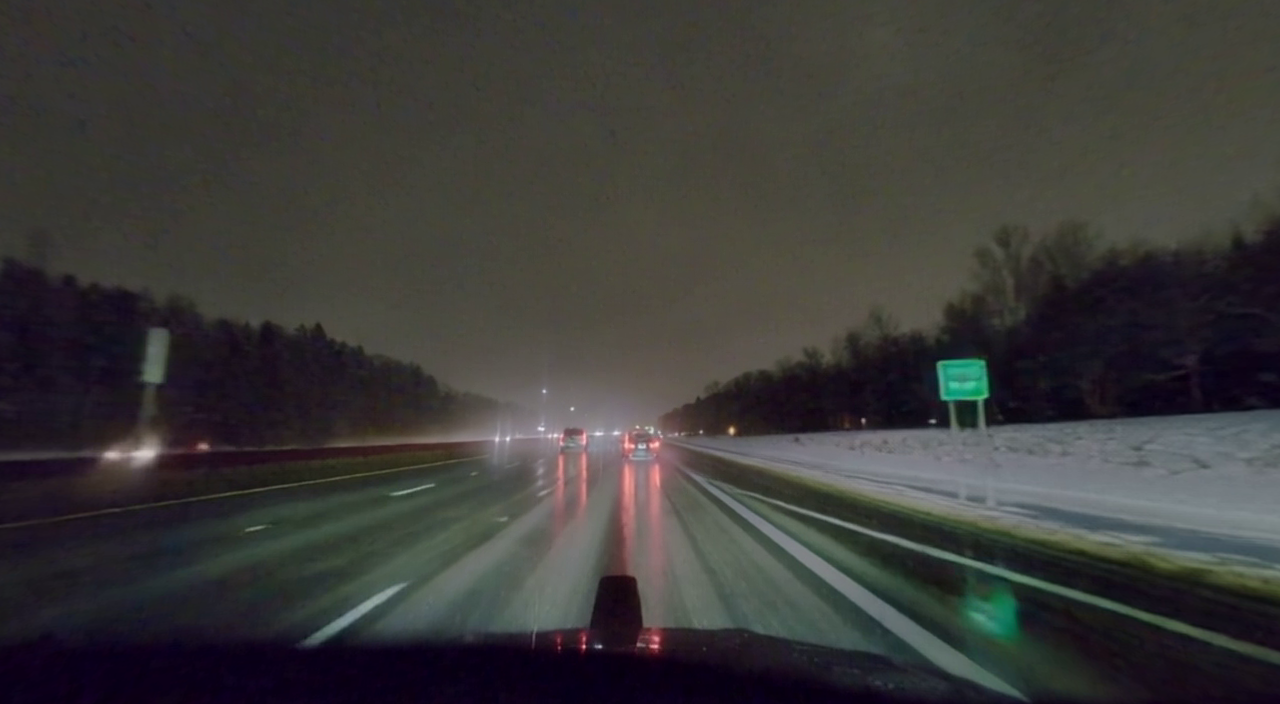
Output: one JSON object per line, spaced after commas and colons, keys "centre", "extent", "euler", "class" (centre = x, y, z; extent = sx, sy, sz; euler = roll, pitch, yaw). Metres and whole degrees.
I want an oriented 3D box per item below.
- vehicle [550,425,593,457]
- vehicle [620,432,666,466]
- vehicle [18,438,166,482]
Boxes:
{"centre": [-4.380, 5.801, 41.081], "extent": [2.251, 1.938, 4.708], "euler": [0, -8, 0], "class": "vehicle"}
{"centre": [0.083, 4.530, 29.539], "extent": [1.948, 1.470, 3.913], "euler": [0, -8, -3], "class": "vehicle"}
{"centre": [-20.645, 4.048, 23.965], "extent": [1.883, 1.501, 4.155], "euler": [0, -8, -1], "class": "vehicle"}
